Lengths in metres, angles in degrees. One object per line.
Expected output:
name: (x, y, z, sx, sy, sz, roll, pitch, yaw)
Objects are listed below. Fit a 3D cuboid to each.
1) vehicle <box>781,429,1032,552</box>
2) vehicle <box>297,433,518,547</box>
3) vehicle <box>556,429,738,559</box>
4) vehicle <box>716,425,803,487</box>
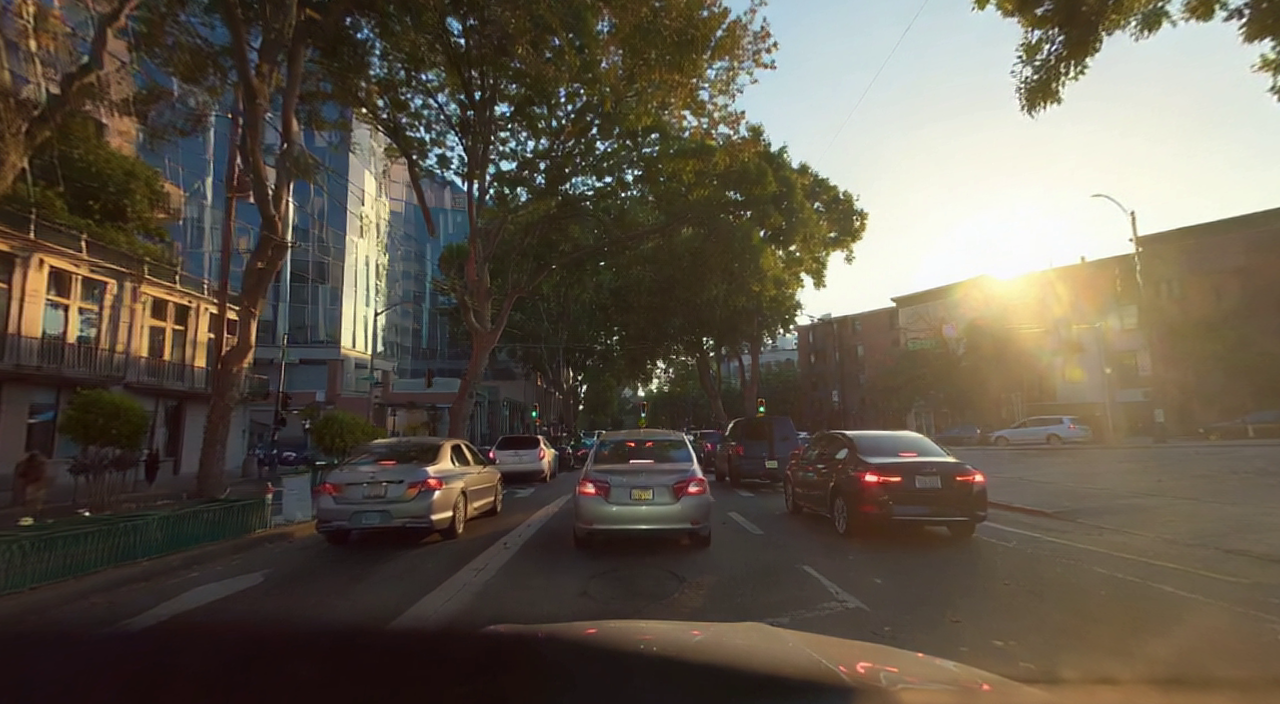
vehicle: (3.785, 2.032, 10.035, 1.990, 1.486, 4.431, 0, -8, -1)
vehicle: (-3.449, 2.112, 10.354, 2.002, 1.465, 4.098, 0, -8, 1)
vehicle: (0.052, 1.930, 9.291, 2.101, 1.480, 3.929, 0, -8, -1)
vehicle: (4.178, 3.753, 23.085, 2.142, 1.957, 5.443, 0, -8, 0)
